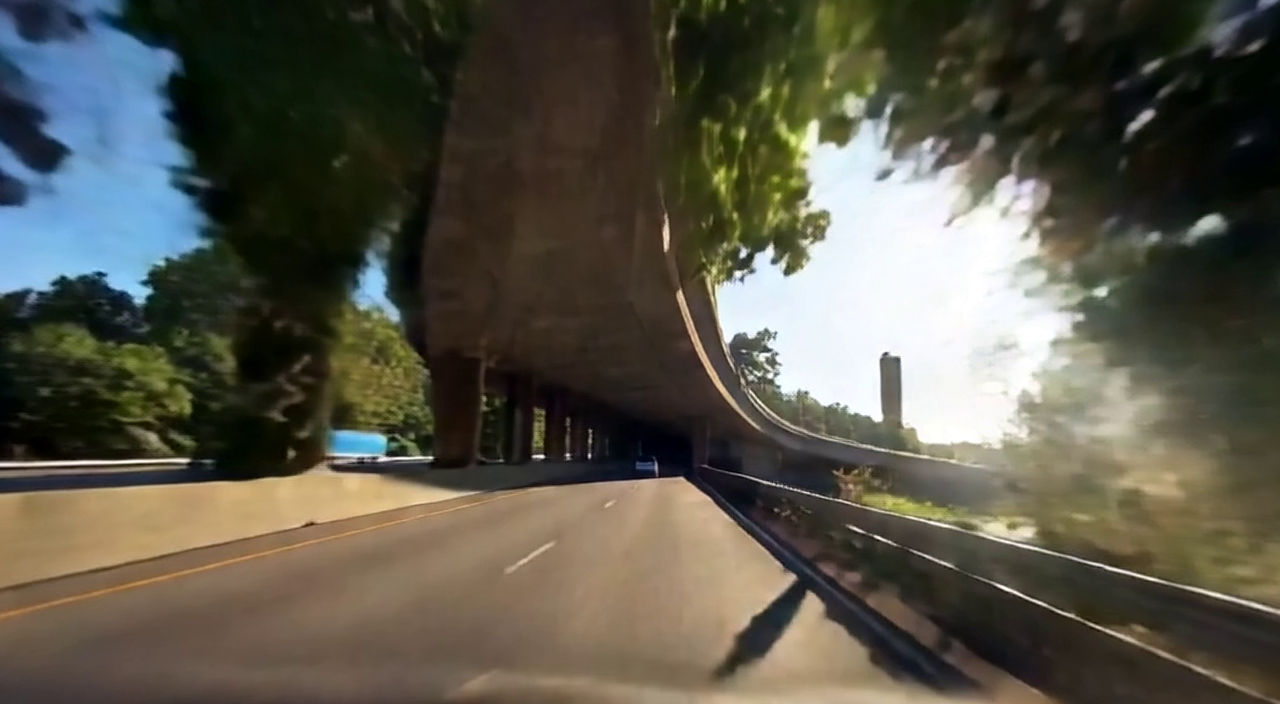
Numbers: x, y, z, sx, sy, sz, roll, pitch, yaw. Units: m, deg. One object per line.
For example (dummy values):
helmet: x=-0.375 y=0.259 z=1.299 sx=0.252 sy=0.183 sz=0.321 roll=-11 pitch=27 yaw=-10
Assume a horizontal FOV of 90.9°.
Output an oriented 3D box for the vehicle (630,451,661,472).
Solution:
vehicle: x=0.451 y=8.011 z=46.251 sx=1.940 sy=1.444 sz=4.024 roll=-1 pitch=-9 yaw=5
